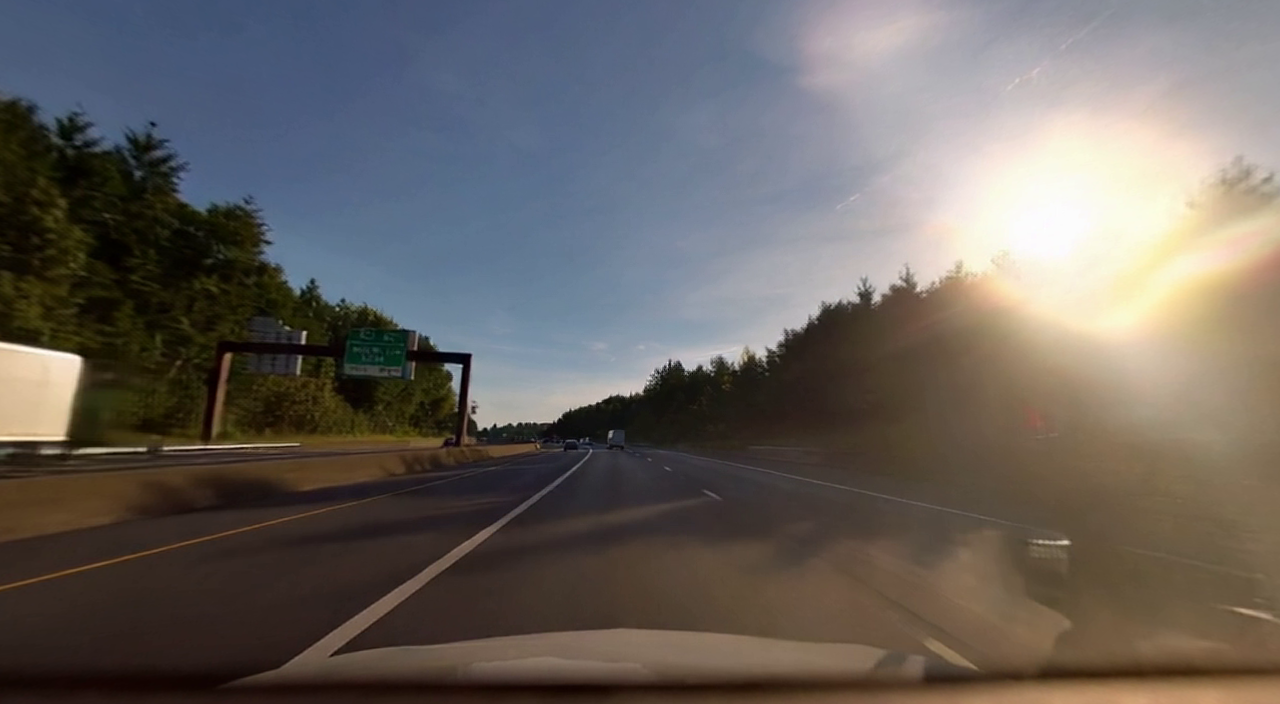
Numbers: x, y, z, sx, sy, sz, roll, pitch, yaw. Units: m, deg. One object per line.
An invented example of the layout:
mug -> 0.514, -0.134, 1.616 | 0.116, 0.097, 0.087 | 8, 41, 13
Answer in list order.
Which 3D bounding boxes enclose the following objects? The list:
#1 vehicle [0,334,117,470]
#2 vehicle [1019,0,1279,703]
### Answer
vehicle -> -18.907, 0.908, 13.776 | 3.281, 3.632, 14.072 | 0, -8, -2
vehicle -> 4.004, -0.392, 1.025 | 2.964, 3.950, 5.853 | 0, -8, 0
